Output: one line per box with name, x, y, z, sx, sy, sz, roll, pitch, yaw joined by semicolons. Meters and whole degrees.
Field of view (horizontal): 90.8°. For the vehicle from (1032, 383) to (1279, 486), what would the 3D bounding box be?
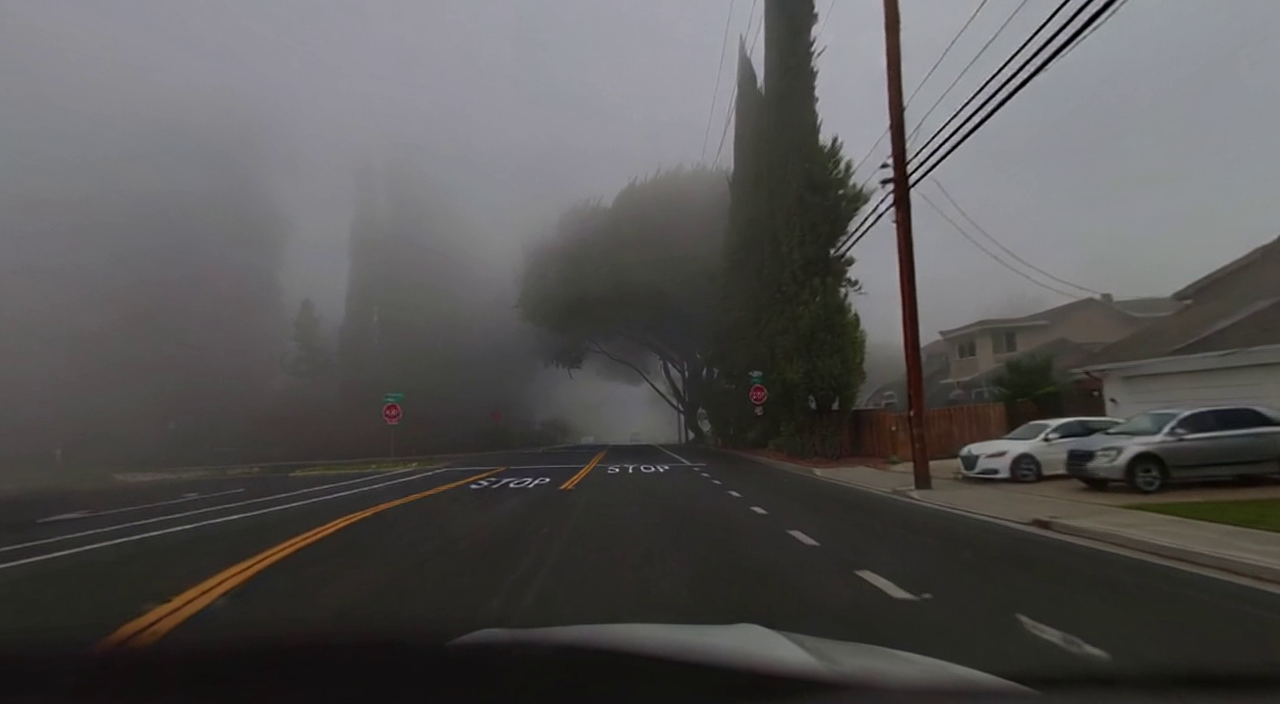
vehicle;10.700;1.622;12.334;4.544;1.807;2.204;-1;-8;3
